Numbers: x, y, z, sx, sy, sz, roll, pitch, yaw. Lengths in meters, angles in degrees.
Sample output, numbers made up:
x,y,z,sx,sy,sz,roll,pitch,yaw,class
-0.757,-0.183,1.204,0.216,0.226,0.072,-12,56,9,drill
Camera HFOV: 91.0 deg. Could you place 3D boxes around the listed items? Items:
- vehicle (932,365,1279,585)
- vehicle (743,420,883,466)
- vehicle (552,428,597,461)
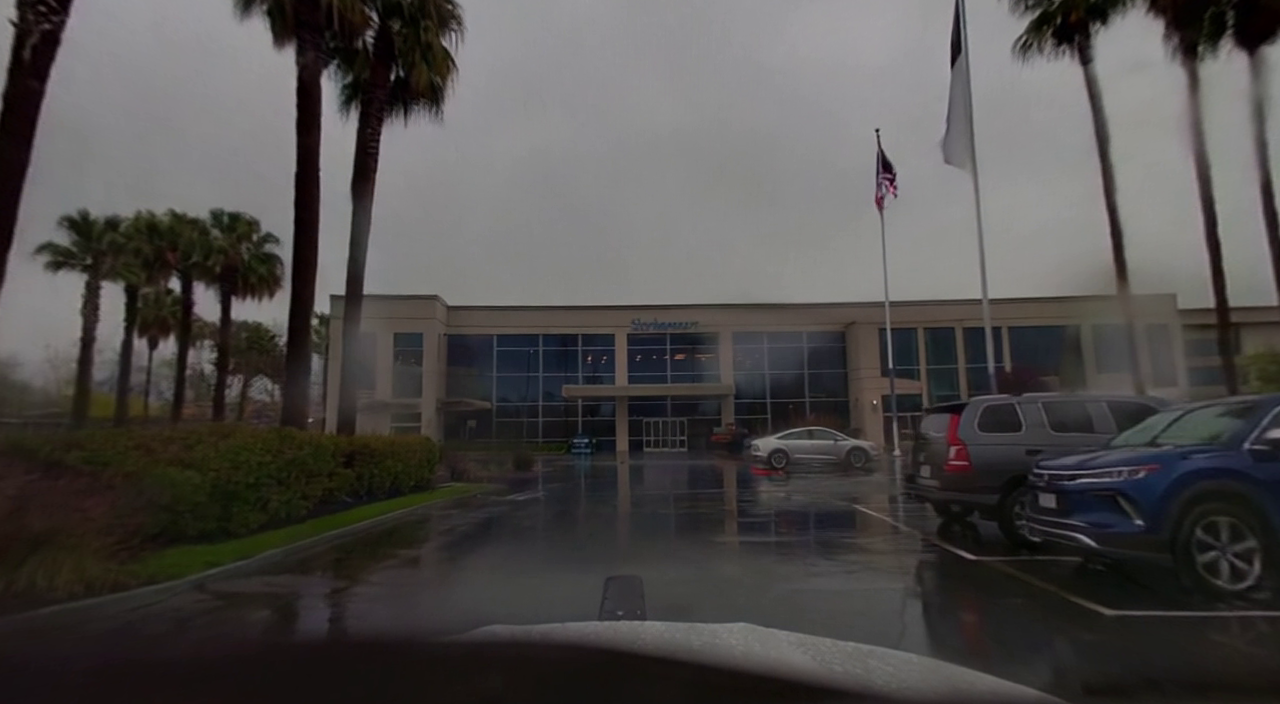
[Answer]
x,y,z,sx,sy,sz,roll,pitch,yaw,class
5.541,1.097,5.934,4.567,1.723,1.926,-1,-9,4,vehicle
6.958,3.763,25.856,5.254,1.793,1.998,-1,-9,8,vehicle
-4.143,5.881,40.308,1.943,1.890,4.472,1,-7,6,vehicle
